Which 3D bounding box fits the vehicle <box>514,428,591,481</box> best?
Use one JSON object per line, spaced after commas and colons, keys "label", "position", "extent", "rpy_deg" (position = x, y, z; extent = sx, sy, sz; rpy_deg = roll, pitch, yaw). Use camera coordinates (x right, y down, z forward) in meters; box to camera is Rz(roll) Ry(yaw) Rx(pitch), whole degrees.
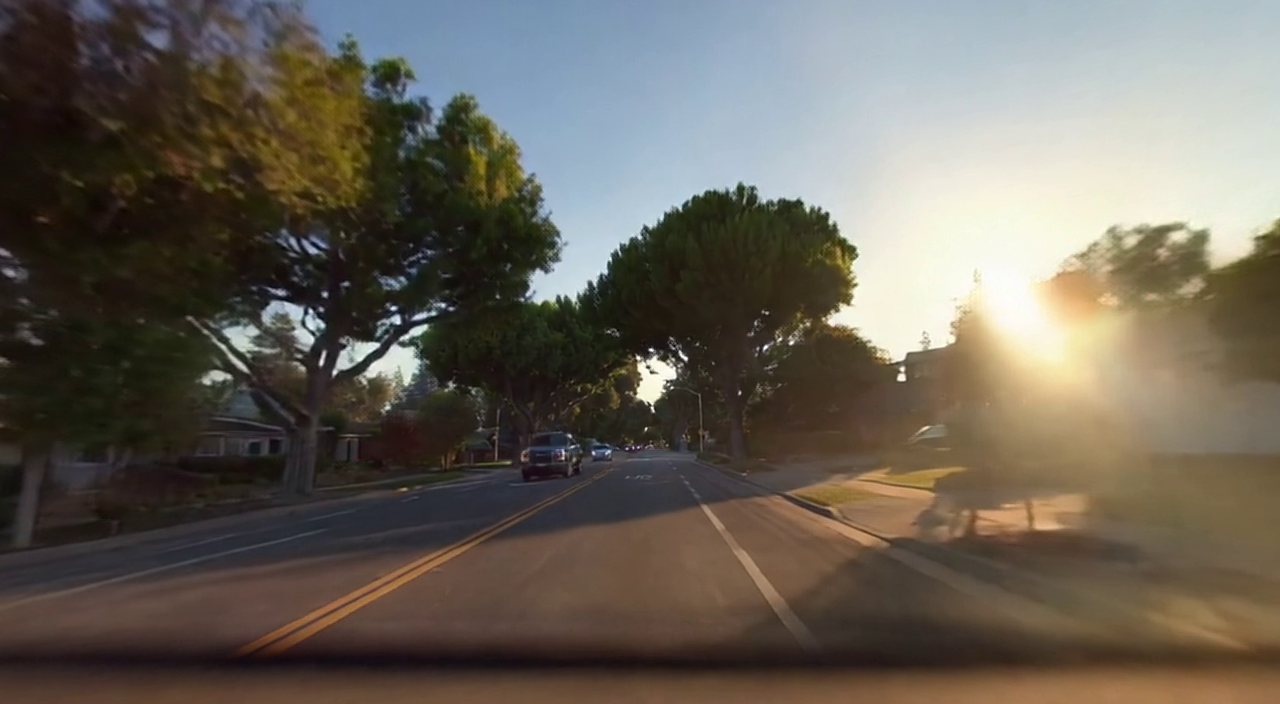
{"label": "vehicle", "position": [-3.689, 4.498, 27.937], "extent": [2.417, 2.088, 5.780], "rpy_deg": [0, -9, 2]}
